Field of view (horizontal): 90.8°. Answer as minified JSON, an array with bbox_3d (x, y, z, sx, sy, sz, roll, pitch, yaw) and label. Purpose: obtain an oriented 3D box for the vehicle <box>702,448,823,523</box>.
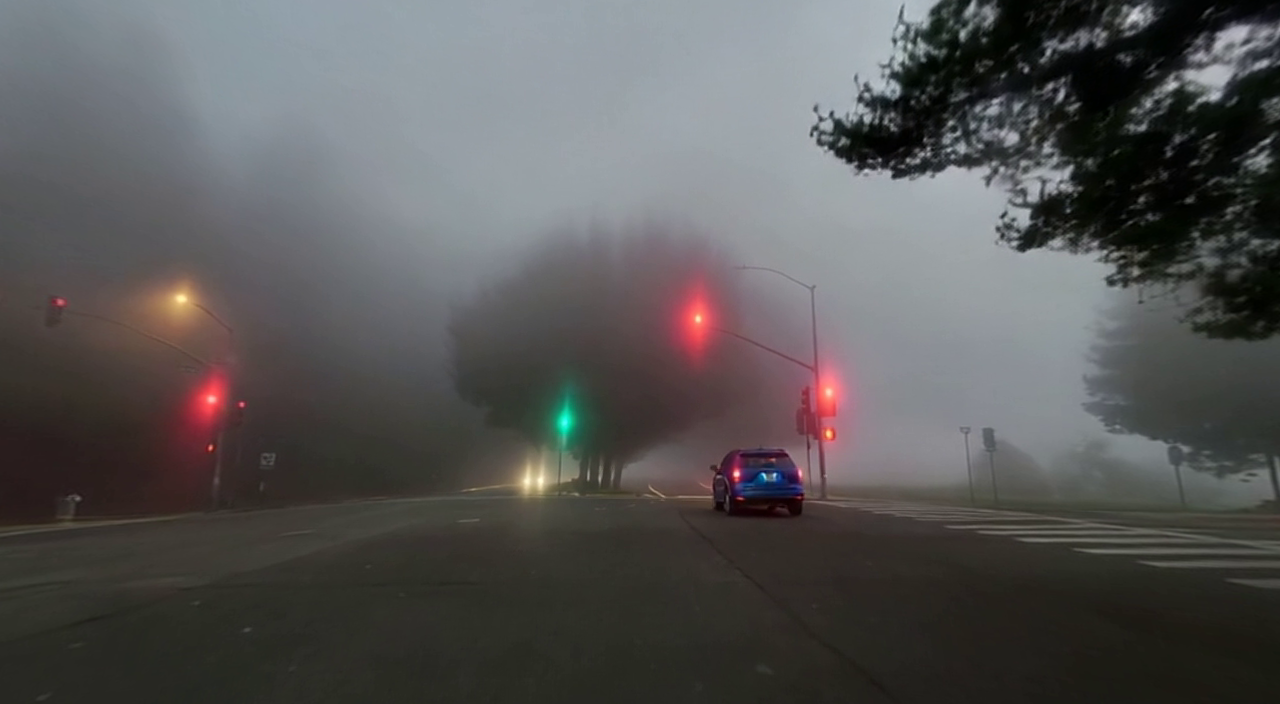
[{"bbox_3d":[2.999,3.378,16.699,2.140,1.655,4.786,0,-9,-1],"label":"vehicle"}]
